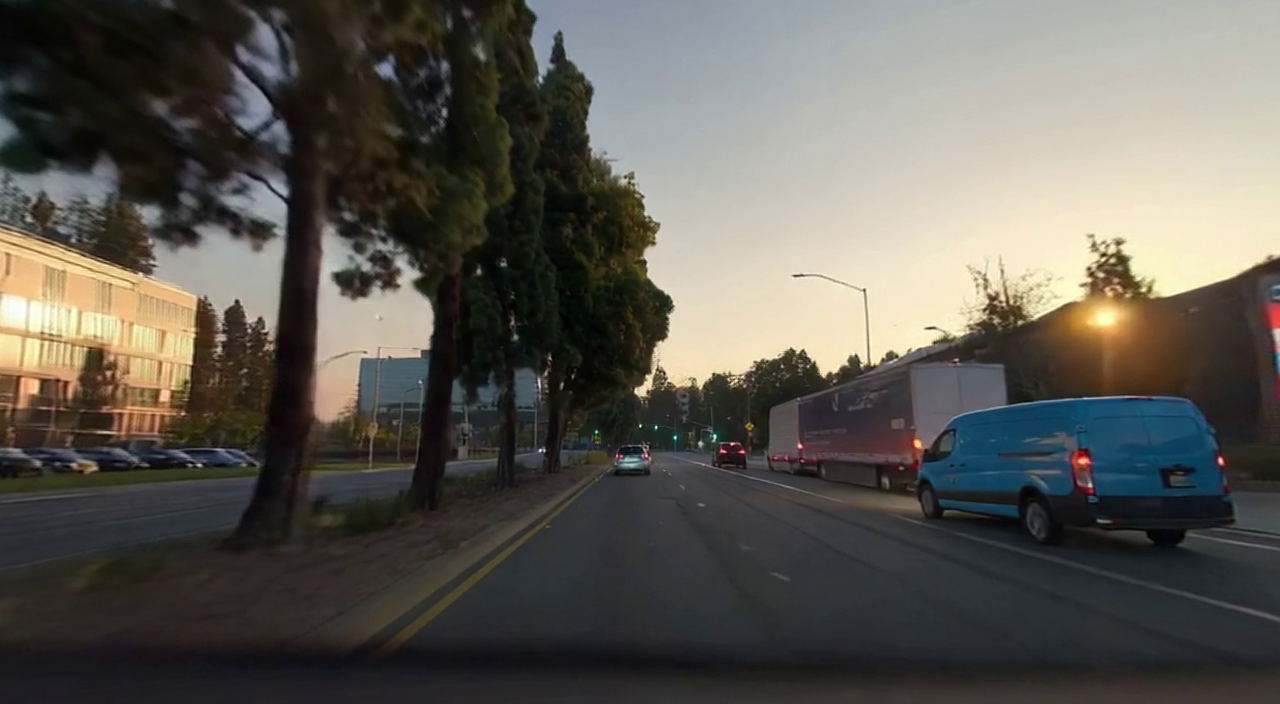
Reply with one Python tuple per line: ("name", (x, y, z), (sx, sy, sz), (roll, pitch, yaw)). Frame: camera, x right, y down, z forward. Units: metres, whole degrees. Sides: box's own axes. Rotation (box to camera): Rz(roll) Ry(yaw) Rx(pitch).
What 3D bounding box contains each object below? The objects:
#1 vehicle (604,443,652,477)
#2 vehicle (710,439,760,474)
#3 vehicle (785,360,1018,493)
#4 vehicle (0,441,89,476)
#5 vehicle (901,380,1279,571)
("vehicle", (-0.535, 5.025, 29.593), (2.095, 1.456, 3.873), (0, -8, -1))
("vehicle", (4.932, 5.458, 33.277), (2.047, 1.711, 4.265), (0, -8, 1))
("vehicle", (10.020, 3.514, 28.038), (2.960, 4.109, 16.764), (0, -8, -1))
("vehicle", (-29.241, 4.955, 29.682), (4.624, 1.556, 2.207), (0, -8, 0))
("vehicle", (6.644, 1.778, 9.935), (2.573, 2.127, 5.568), (0, -8, -1))
